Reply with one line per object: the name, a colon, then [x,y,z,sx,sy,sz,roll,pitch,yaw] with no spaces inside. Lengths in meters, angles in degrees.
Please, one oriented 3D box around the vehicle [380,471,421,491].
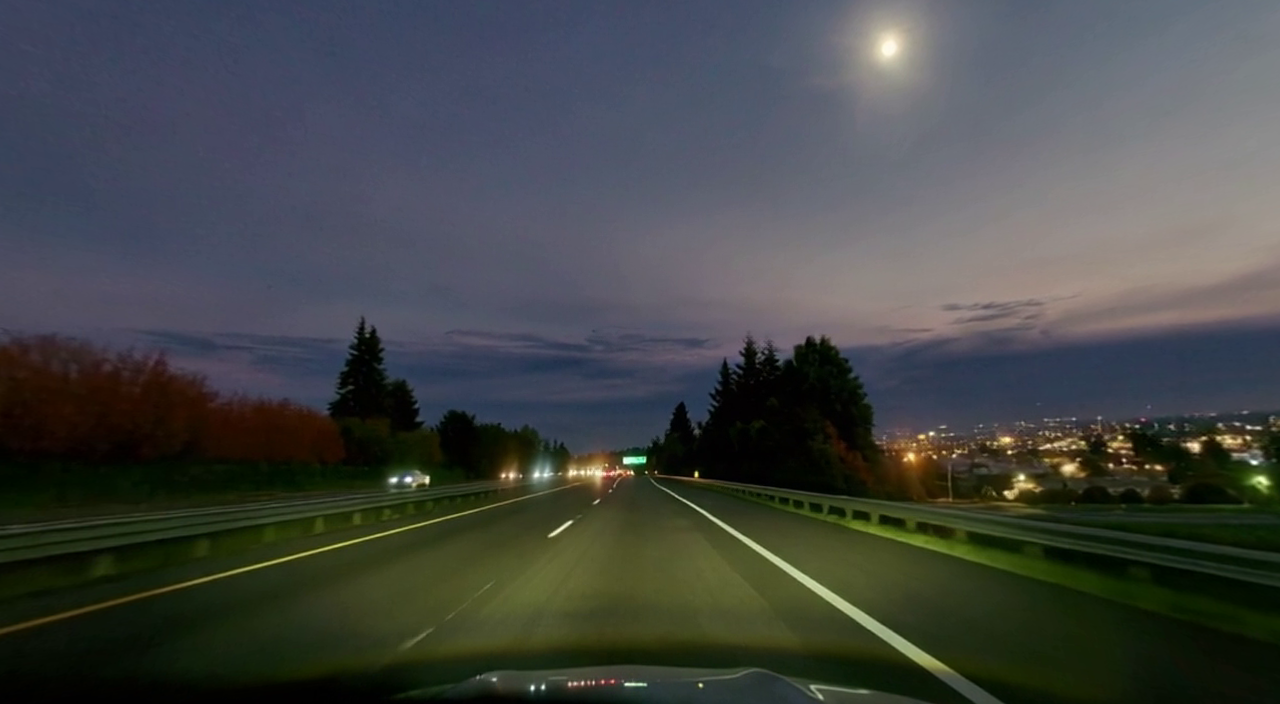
vehicle: [-18.228,9.794,48.025,1.726,1.426,3.490,1,-11,0]
